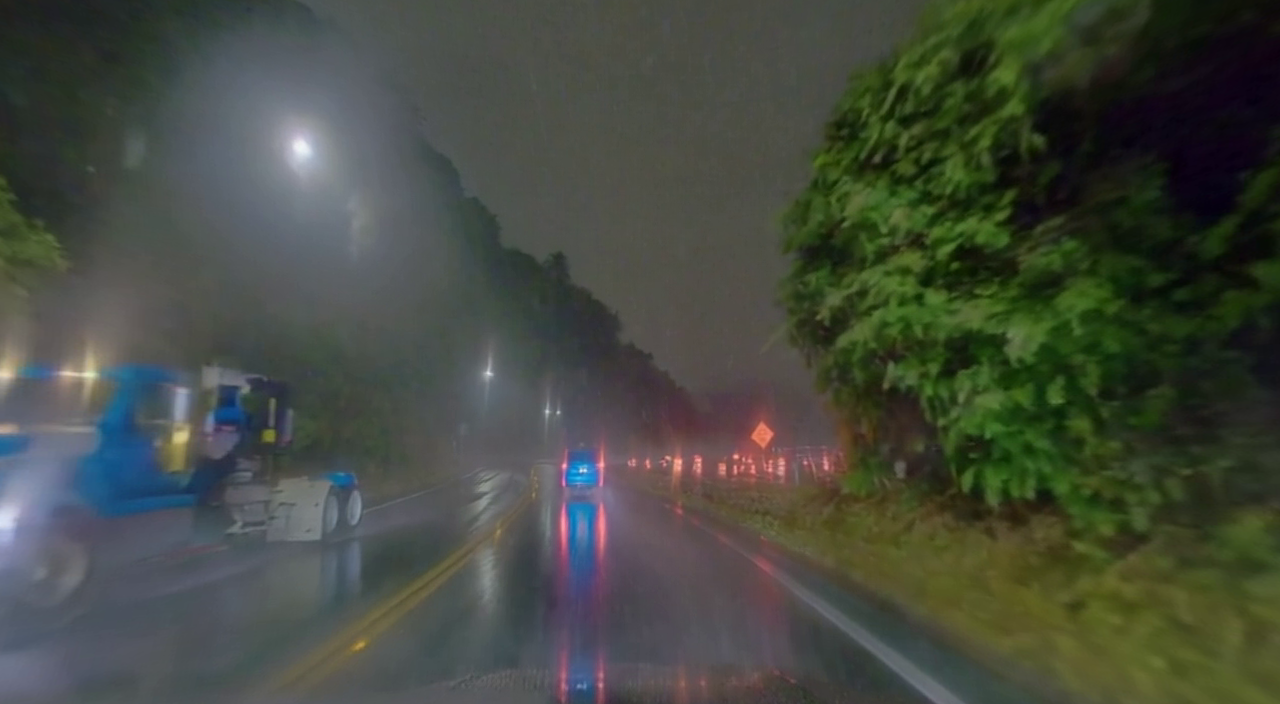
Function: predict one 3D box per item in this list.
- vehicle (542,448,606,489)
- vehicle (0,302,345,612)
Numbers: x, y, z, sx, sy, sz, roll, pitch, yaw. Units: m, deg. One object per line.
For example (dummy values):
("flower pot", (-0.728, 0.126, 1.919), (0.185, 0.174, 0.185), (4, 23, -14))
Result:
("vehicle", (-2.750, 4.618, 25.405), (2.259, 1.503, 4.075), (1, -9, -10))
("vehicle", (-5.615, 1.149, 7.363), (2.257, 2.597, 4.069), (0, -9, 0))
